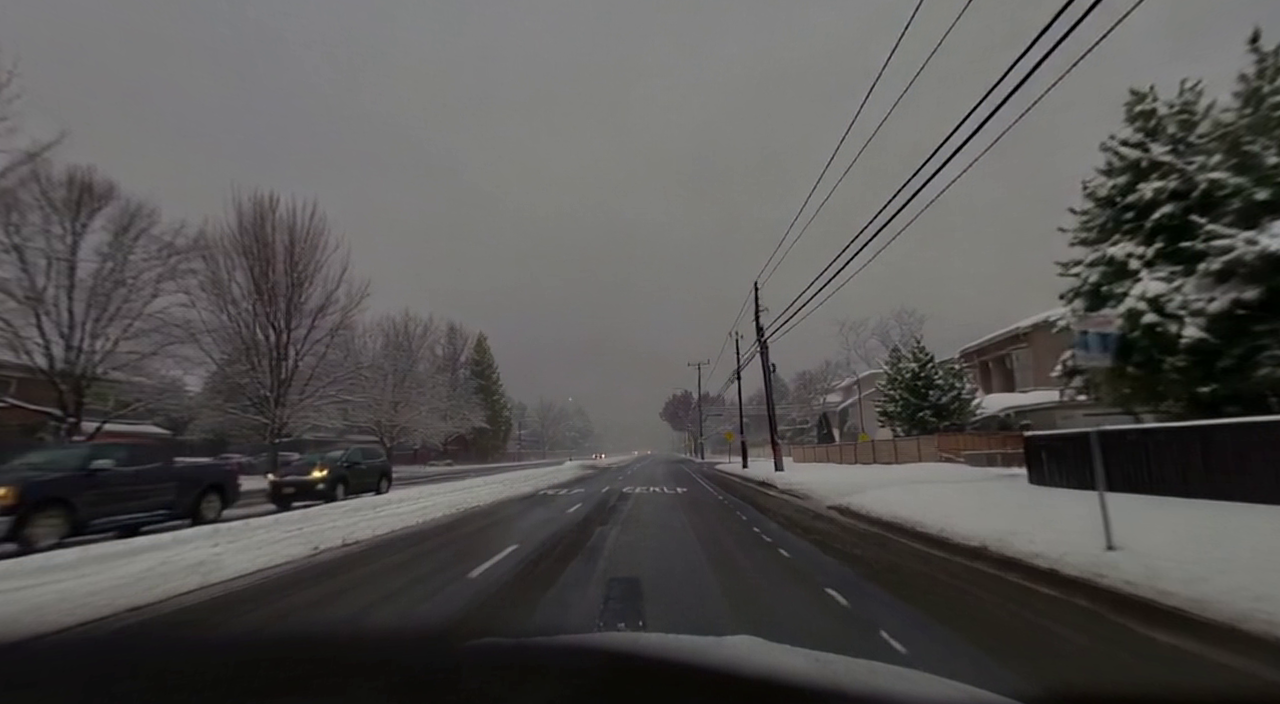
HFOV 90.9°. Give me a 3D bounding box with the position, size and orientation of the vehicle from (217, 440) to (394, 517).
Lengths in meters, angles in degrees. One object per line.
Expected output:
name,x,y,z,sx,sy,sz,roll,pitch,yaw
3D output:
vehicle,-8.751,3.316,17.148,2.084,1.741,4.737,-2,-9,2

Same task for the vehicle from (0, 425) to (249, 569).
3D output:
vehicle,-8.823,2.175,9.988,2.075,1.733,4.947,-3,-9,0
